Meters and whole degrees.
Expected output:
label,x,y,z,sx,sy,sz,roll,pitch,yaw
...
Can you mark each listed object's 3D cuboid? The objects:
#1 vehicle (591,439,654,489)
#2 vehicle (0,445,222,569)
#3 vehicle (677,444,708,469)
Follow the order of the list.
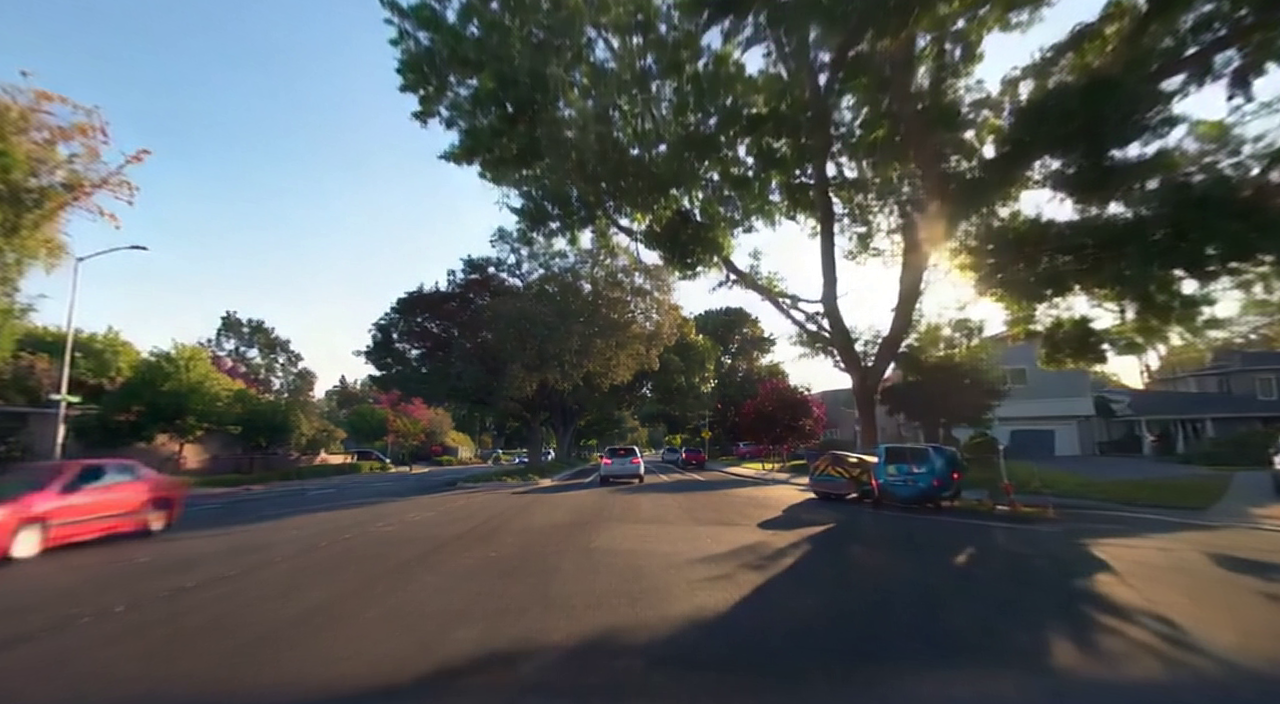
label,x,y,z,sx,sy,sz,roll,pitch,yaw
vehicle,-0.603,4.051,23.230,2.106,1.655,3.717,0,-8,-1
vehicle,-8.606,2.239,9.894,1.861,1.516,3.752,1,-8,-7
vehicle,3.904,7.822,47.605,2.045,1.776,4.851,0,-8,2
